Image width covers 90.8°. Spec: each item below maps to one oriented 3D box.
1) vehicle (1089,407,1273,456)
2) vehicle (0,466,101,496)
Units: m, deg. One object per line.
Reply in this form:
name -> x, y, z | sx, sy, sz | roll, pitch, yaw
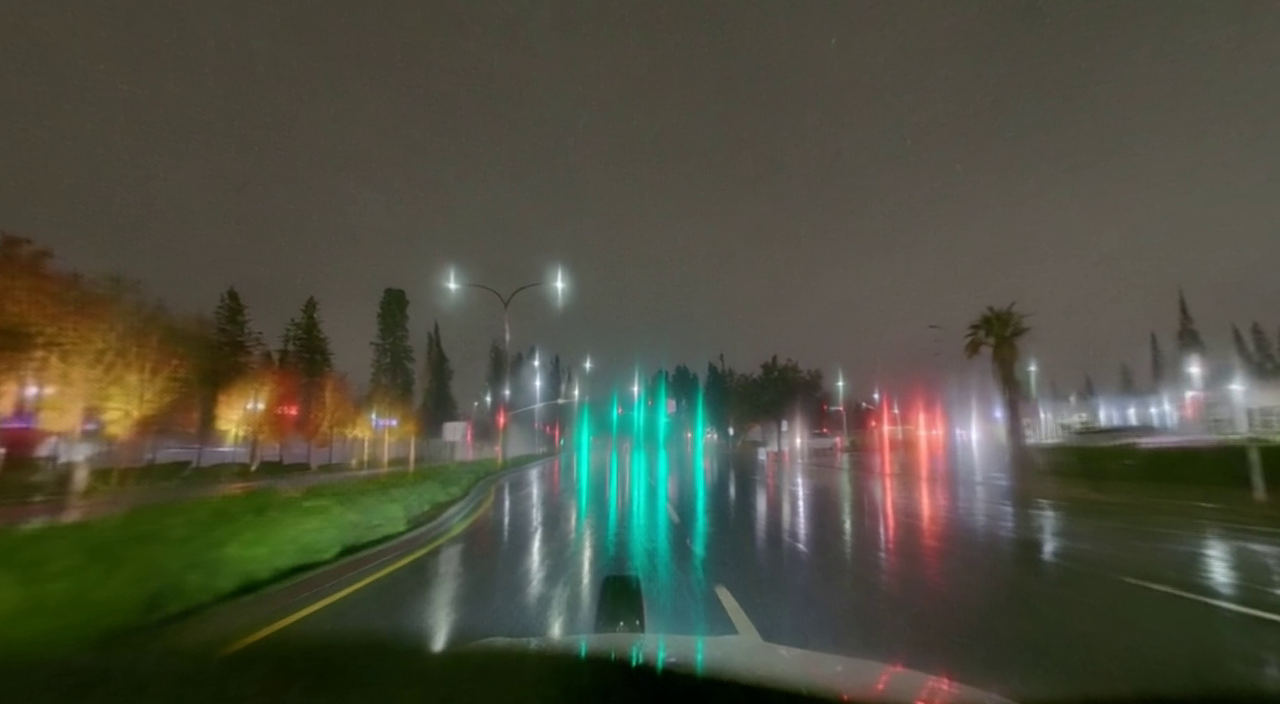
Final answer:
vehicle -> 18.980, 2.822, 22.335 | 4.688, 1.658, 1.950 | 0, -8, -1
vehicle -> -31.014, 6.708, 33.022 | 3.801, 1.426, 1.973 | 0, -8, -2
